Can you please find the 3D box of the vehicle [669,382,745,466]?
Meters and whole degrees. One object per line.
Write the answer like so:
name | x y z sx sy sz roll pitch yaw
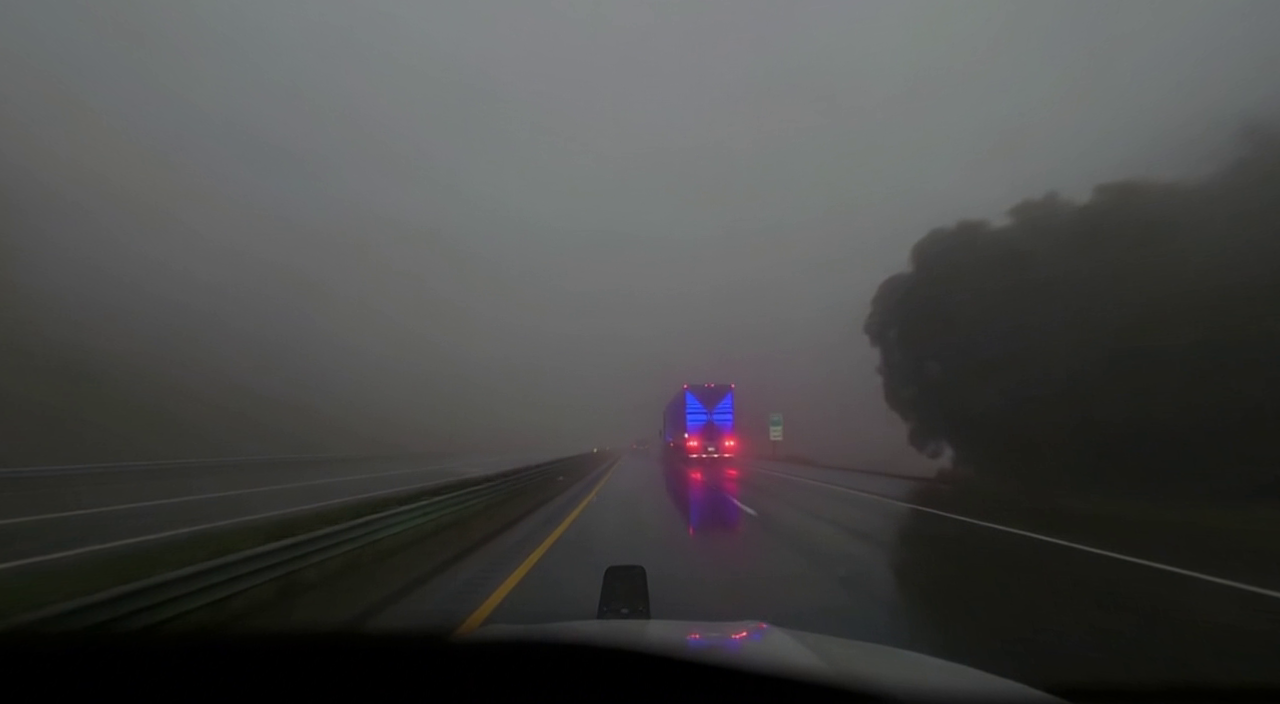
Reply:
vehicle | 3.977 4.919 41.319 3.615 4.578 13.539 0 -8 1
